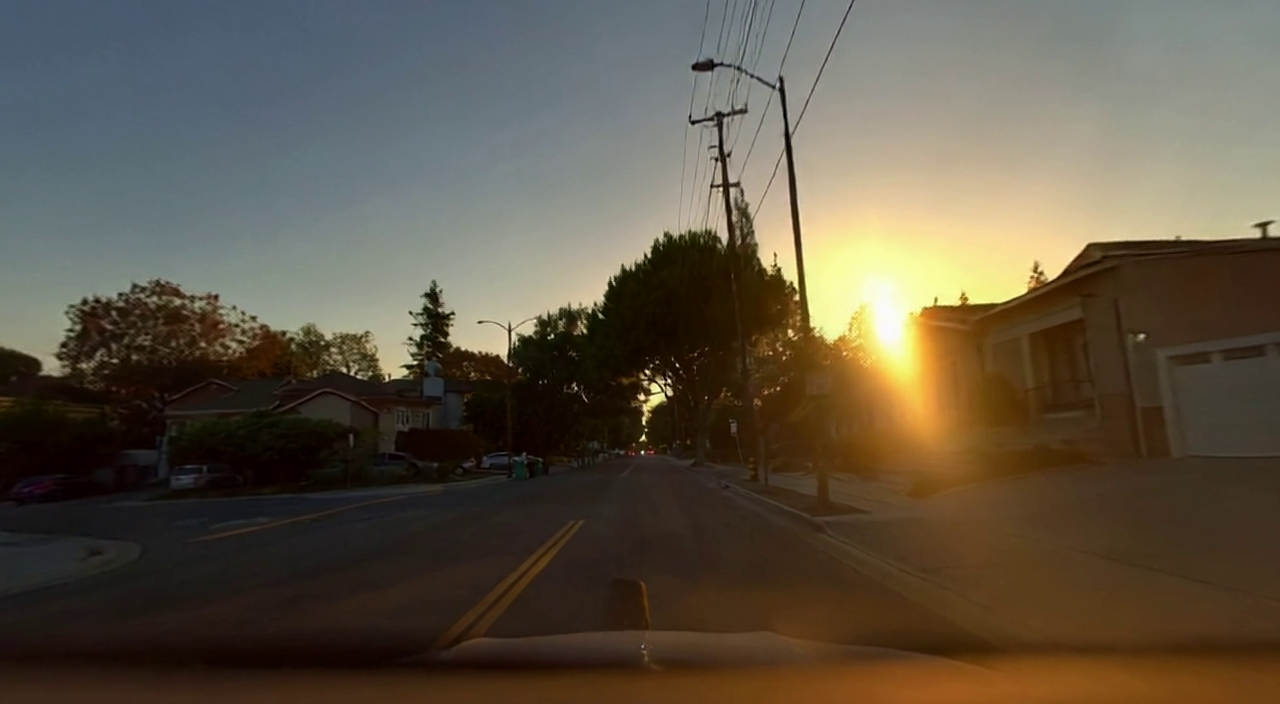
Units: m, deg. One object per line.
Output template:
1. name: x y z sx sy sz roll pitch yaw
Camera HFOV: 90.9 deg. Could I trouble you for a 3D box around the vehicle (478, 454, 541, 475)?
1. vehicle: -9.890 8.505 47.695 4.293 1.484 1.981 4 -10 -22
